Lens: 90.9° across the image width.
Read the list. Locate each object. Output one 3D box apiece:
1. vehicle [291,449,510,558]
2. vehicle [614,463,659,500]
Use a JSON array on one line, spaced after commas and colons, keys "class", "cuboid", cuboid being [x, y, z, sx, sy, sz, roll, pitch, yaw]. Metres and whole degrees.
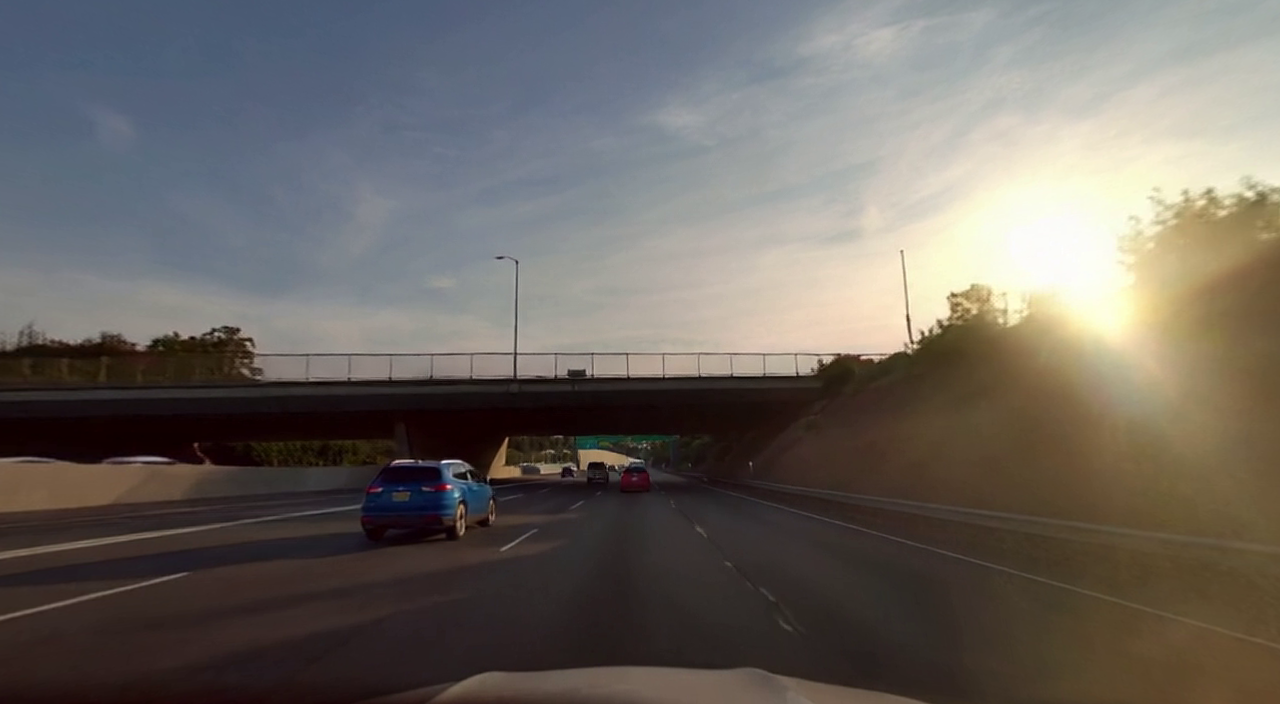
[{"class": "vehicle", "cuboid": [-3.962, 2.637, 11.519, 2.102, 1.521, 4.687, 1, -11, 1]}, {"class": "vehicle", "cuboid": [-0.185, 6.026, 29.481, 1.992, 1.601, 3.762, 1, -11, -1]}]
